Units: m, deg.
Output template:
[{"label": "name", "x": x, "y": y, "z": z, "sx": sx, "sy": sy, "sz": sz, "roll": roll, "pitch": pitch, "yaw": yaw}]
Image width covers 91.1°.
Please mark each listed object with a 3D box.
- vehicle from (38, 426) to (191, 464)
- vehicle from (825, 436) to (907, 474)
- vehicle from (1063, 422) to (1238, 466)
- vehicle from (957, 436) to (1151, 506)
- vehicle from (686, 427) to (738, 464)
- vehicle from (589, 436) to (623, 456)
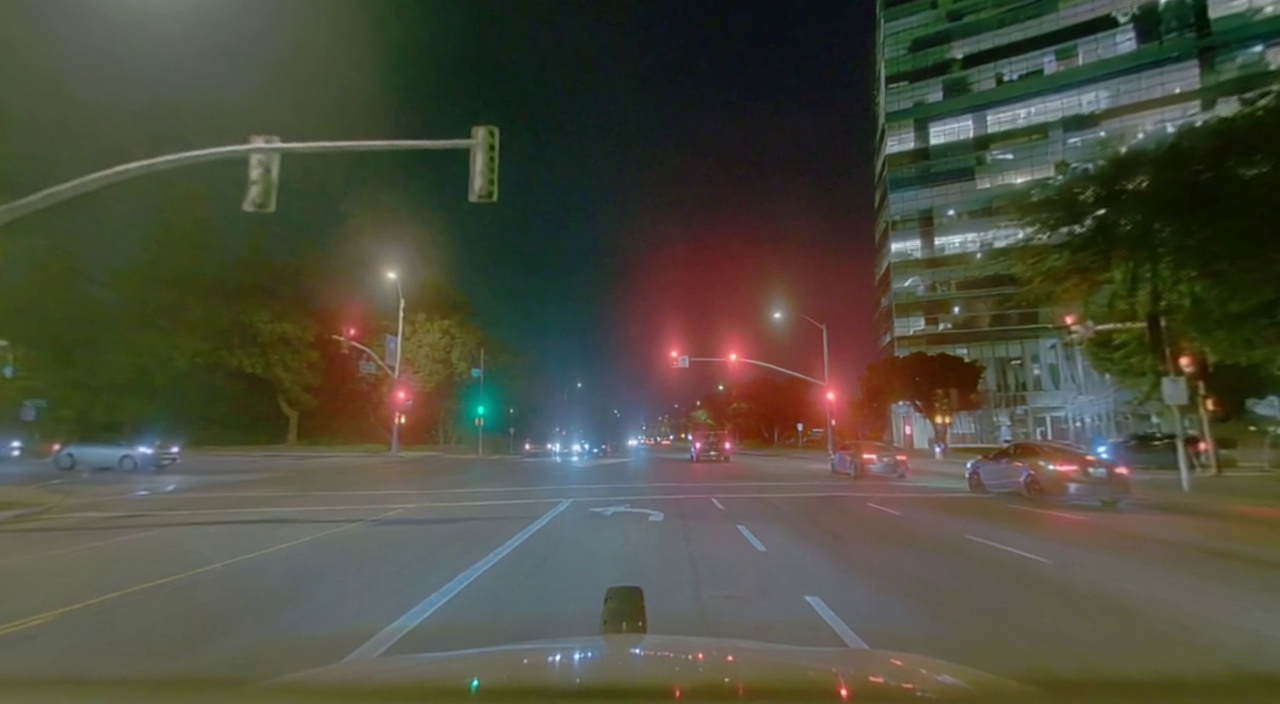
[{"label": "vehicle", "x": -22.778, "y": 4.056, "z": 27.349, "sx": 4.856, "sy": 1.528, "sz": 2.053, "roll": -1, "pitch": -8, "yaw": 1}, {"label": "vehicle", "x": 9.612, "y": 4.401, "z": 27.064, "sx": 1.860, "sy": 1.460, "sz": 4.379, "roll": 0, "pitch": -8, "yaw": -1}, {"label": "vehicle", "x": 24.203, "y": 4.444, "z": 29.974, "sx": 6.170, "sy": 1.978, "sz": 2.399, "roll": 0, "pitch": -10, "yaw": 0}, {"label": "vehicle", "x": 9.917, "y": 2.860, "z": 15.564, "sx": 1.896, "sy": 1.463, "sz": 4.296, "roll": 0, "pitch": -8, "yaw": 0}, {"label": "vehicle", "x": 3.676, "y": 4.891, "z": 32.771, "sx": 2.203, "sy": 1.801, "sz": 4.331, "roll": 0, "pitch": -8, "yaw": 1}, {"label": "vehicle", "x": -2.506, "y": 7.093, "z": 47.419, "sx": 2.147, "sy": 1.481, "sz": 4.331, "roll": 0, "pitch": -8, "yaw": 3}]
